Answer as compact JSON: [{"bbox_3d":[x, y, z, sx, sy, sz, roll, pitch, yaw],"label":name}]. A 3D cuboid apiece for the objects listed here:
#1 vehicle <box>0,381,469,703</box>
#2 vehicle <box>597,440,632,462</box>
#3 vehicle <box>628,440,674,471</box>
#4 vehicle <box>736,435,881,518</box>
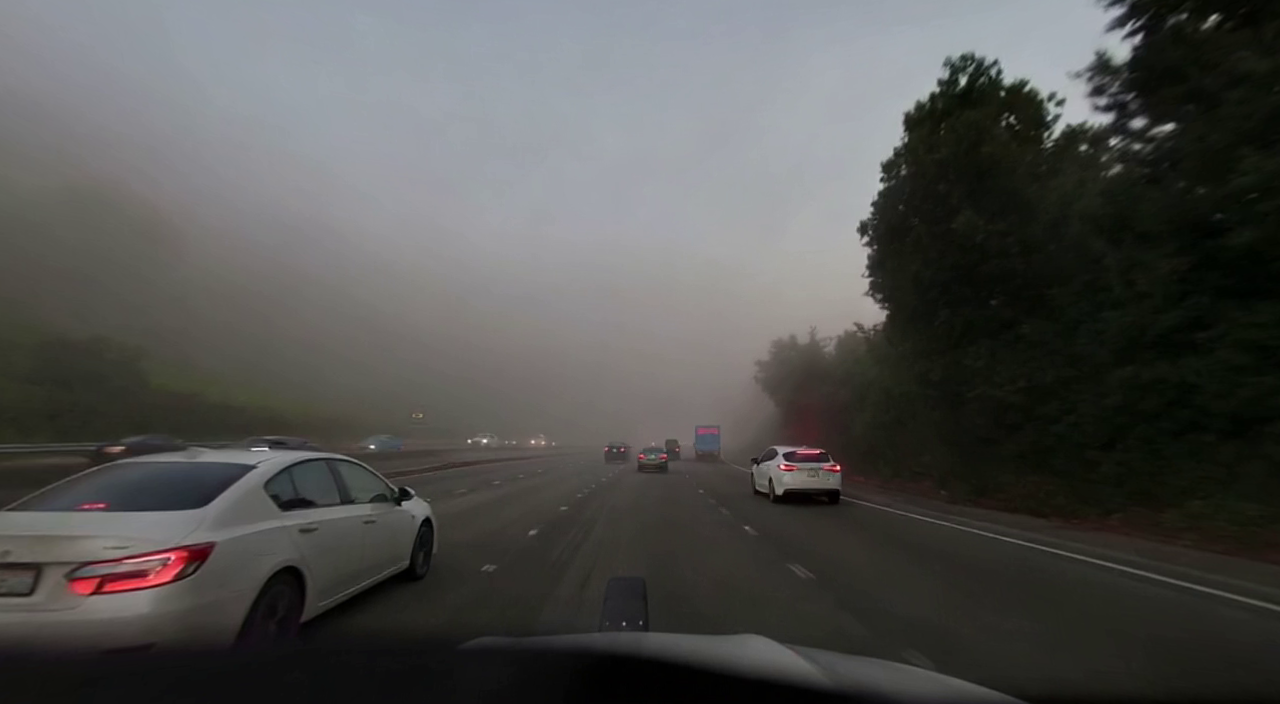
[{"bbox_3d":[-2.833,1.161,4.028,2.031,1.491,4.792,0,-8,1],"label":"vehicle"},{"bbox_3d":[-1.726,6.987,44.581,2.010,1.482,4.230,-1,-8,4],"label":"vehicle"},{"bbox_3d":[0.610,5.298,32.398,2.202,1.467,3.929,-1,-8,2],"label":"vehicle"},{"bbox_3d":[3.433,2.609,13.798,2.013,1.464,4.317,1,-8,1],"label":"vehicle"}]
